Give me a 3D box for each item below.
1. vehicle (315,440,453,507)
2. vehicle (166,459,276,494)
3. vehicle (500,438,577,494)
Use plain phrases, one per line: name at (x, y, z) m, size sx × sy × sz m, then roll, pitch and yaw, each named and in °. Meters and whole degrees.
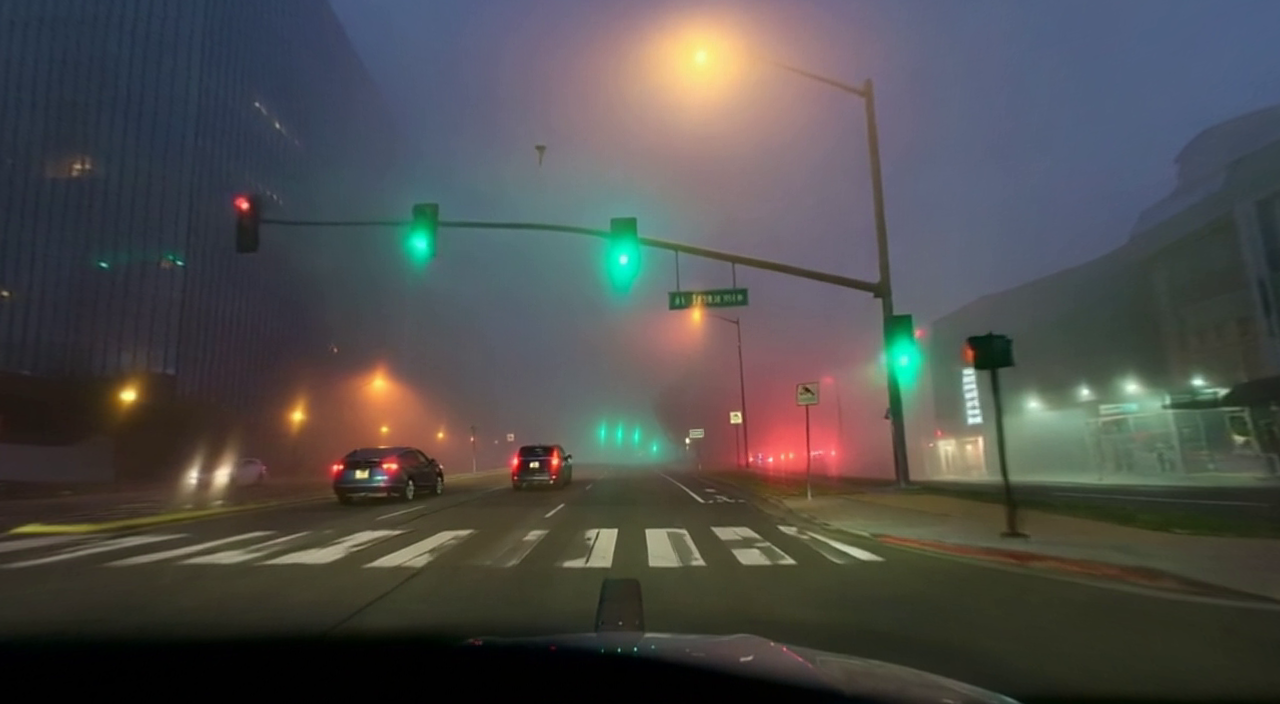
vehicle at (-6.939, 3.304, 17.733) m, size 1.909 × 1.605 × 4.561 m, roll 0°, pitch -8°, yaw 1°
vehicle at (-20.653, 6.131, 31.433) m, size 2.050 × 1.519 × 4.736 m, roll -1°, pitch -9°, yaw 2°
vehicle at (-3.411, 3.913, 22.094) m, size 2.052 × 1.729 × 4.195 m, roll 0°, pitch -9°, yaw -1°
